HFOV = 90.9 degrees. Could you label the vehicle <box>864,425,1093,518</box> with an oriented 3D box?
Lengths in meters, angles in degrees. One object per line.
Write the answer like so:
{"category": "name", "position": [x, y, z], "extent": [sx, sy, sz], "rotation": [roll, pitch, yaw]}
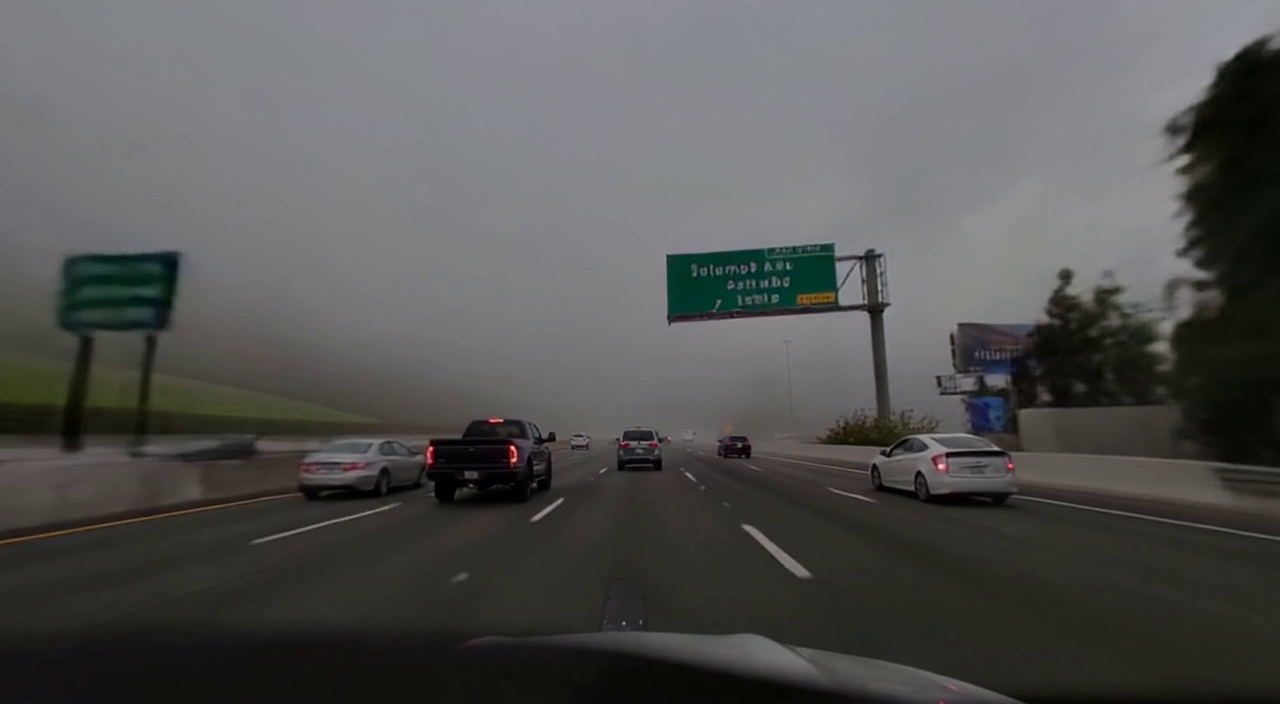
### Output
{"category": "vehicle", "position": [6.195, 2.227, 12.285], "extent": [1.998, 1.456, 4.338], "rotation": [0, -8, -1]}

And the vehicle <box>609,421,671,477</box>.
{"category": "vehicle", "position": [0.023, 3.494, 22.827], "extent": [2.052, 1.808, 3.898], "rotation": [0, -8, 1]}

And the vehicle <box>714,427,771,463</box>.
{"category": "vehicle", "position": [5.334, 4.935, 33.402], "extent": [2.067, 1.775, 4.372], "rotation": [0, -8, -3]}

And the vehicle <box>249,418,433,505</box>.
{"category": "vehicle", "position": [-6.766, 2.541, 15.006], "extent": [2.052, 1.720, 4.538], "rotation": [0, -8, 1]}

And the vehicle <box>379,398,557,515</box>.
{"category": "vehicle", "position": [-3.359, 2.234, 13.846], "extent": [2.316, 1.999, 5.765], "rotation": [0, -8, -1]}
